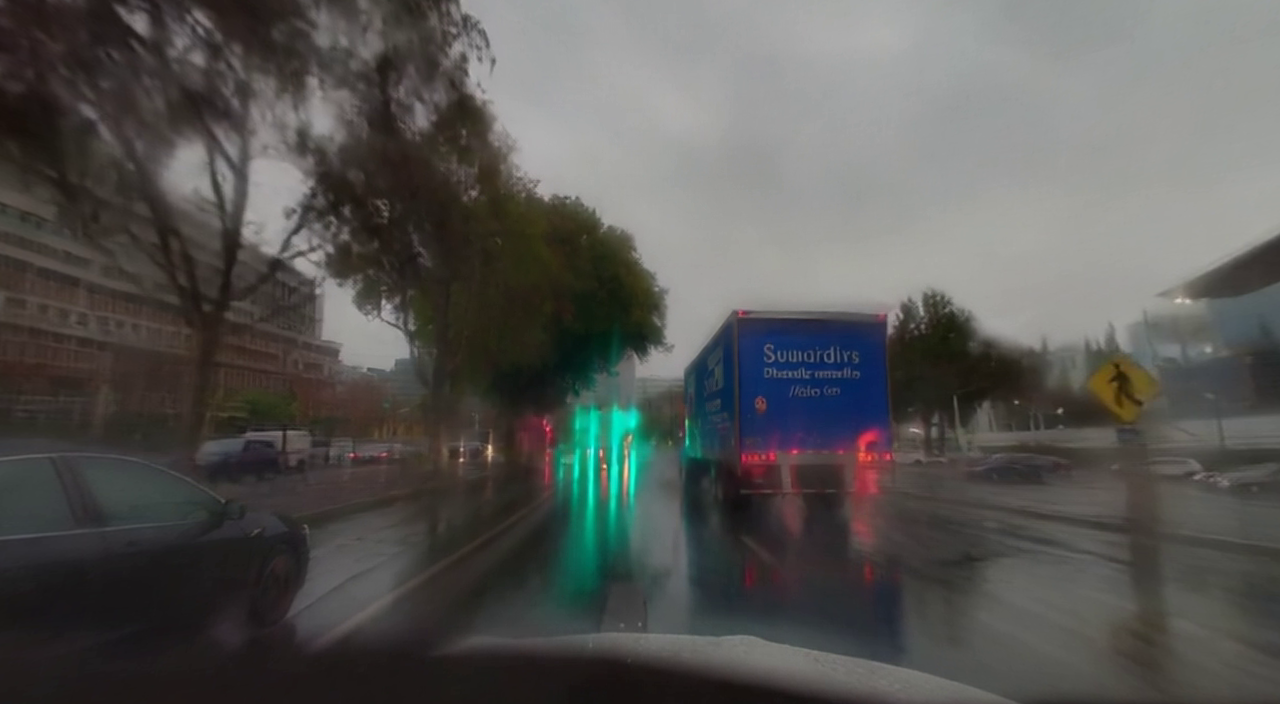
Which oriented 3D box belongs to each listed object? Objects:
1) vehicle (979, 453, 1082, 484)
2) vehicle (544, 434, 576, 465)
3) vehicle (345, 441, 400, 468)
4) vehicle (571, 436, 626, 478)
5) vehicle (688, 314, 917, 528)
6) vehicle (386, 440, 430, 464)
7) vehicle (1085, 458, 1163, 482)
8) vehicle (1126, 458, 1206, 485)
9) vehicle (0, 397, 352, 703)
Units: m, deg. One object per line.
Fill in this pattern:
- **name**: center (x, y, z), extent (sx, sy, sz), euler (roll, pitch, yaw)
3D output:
- **vehicle**: center (20.305, 6.005, 32.636), extent (4.684, 1.477, 2.079), euler (3, -9, -22)
- **vehicle**: center (-6.125, 7.547, 48.685), extent (2.269, 2.181, 5.787), euler (1, -9, -5)
- **vehicle**: center (-17.483, 6.698, 41.275), extent (1.970, 1.644, 4.241), euler (0, -9, -4)
- **vehicle**: center (-2.039, 4.897, 29.607), extent (2.388, 1.811, 4.455), euler (1, -9, -6)
- **vehicle**: center (3.074, 1.763, 14.963), extent (2.905, 3.644, 8.441), euler (0, -9, -2)
- **vehicle**: center (-18.166, 7.856, 49.408), extent (2.004, 1.728, 4.714), euler (0, -9, -5)
- **vehicle**: center (33.795, 8.191, 43.840), extent (4.896, 1.480, 2.015), euler (3, -8, -22)
- **vehicle**: center (34.624, 7.825, 41.315), extent (4.494, 1.612, 2.043), euler (3, -9, -22)
- **vehicle**: center (-3.592, 1.094, 3.543), extent (1.828, 1.515, 4.422), euler (0, -9, 0)
